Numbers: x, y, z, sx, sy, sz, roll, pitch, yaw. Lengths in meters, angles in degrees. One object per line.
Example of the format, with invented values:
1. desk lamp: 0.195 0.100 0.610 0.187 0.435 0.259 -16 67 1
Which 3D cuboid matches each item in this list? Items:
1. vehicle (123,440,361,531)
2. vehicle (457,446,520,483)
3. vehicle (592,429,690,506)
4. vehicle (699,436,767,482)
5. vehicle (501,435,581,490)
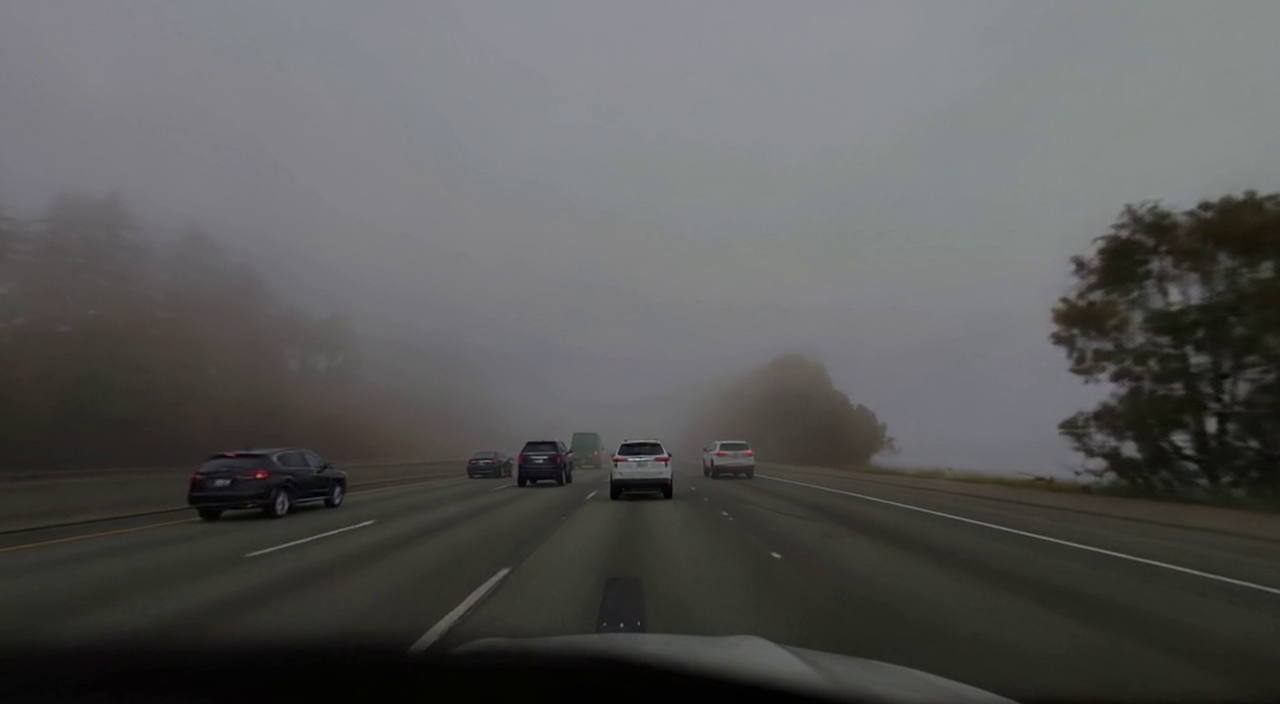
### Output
1. vehicle: -7.743 2.594 12.936 1.927 1.514 4.474 0 -9 0
2. vehicle: -7.112 5.278 29.982 1.931 1.617 4.060 0 -9 0
3. vehicle: 0.050 2.949 16.492 2.223 1.722 4.177 0 -9 1
4. vehicle: 4.013 4.722 28.139 2.175 1.830 5.173 0 -9 -1
5. vehicle: -3.476 3.964 22.952 2.142 1.808 4.266 0 -9 1
